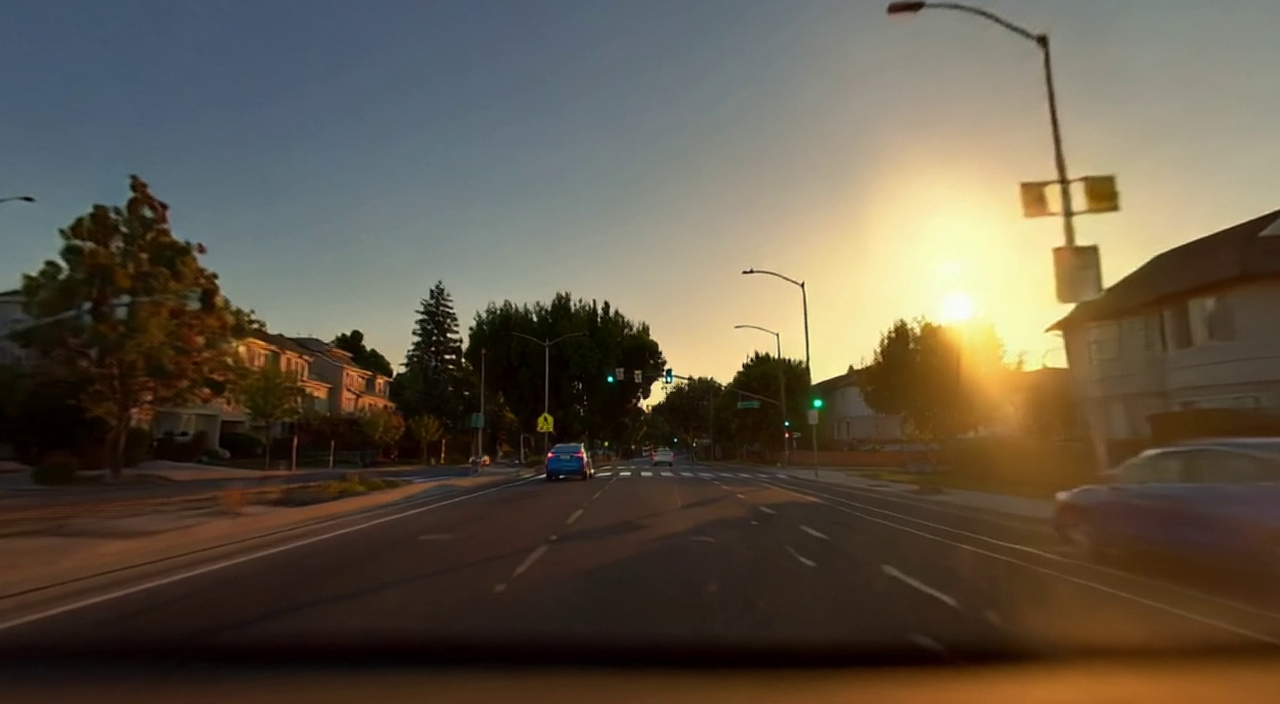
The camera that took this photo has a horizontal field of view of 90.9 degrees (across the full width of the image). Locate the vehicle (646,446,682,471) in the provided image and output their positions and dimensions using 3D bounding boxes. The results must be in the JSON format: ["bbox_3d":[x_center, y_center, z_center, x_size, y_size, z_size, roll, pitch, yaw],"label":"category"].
[{"bbox_3d":[1.505,6.889,40.997,2.075,1.480,3.920,0,-9,-1],"label":"vehicle"}]

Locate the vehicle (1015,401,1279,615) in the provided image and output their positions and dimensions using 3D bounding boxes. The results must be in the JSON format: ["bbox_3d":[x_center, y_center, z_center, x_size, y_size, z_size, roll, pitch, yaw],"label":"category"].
[{"bbox_3d":[6.102,1.373,5.902,2.038,1.687,4.985,0,-9,-1],"label":"vehicle"}]

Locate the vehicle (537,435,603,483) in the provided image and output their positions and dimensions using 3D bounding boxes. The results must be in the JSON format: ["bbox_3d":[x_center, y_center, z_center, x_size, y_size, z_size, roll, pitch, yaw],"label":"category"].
[{"bbox_3d":[-2.830,4.427,26.375,2.150,1.812,4.423,0,-8,1],"label":"vehicle"}]
